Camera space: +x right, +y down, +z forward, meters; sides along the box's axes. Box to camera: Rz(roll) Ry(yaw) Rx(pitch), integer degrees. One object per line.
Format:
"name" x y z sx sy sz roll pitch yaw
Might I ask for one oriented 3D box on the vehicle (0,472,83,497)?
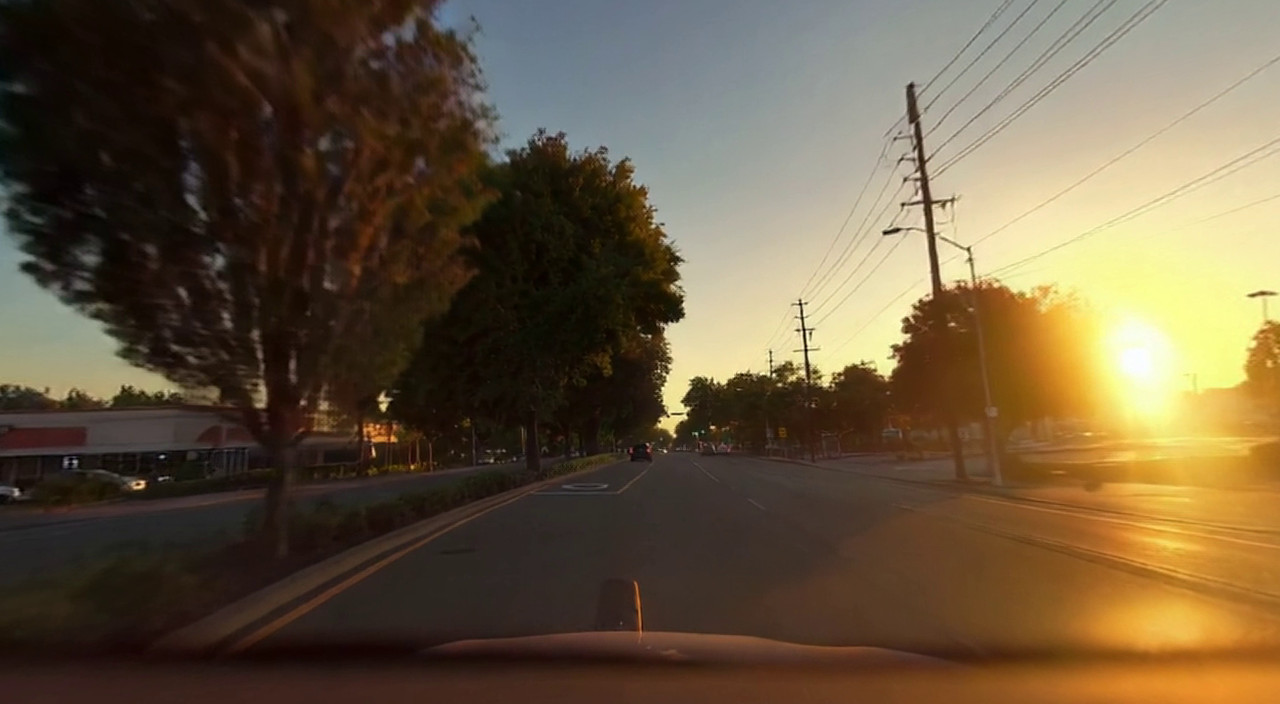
"vehicle" -44.604 9.764 46.779 2.035 1.594 4.977 -1 -9 2

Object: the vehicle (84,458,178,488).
"vehicle" -32.186 7.641 40.037 4.137 1.733 2.016 2 -10 1
